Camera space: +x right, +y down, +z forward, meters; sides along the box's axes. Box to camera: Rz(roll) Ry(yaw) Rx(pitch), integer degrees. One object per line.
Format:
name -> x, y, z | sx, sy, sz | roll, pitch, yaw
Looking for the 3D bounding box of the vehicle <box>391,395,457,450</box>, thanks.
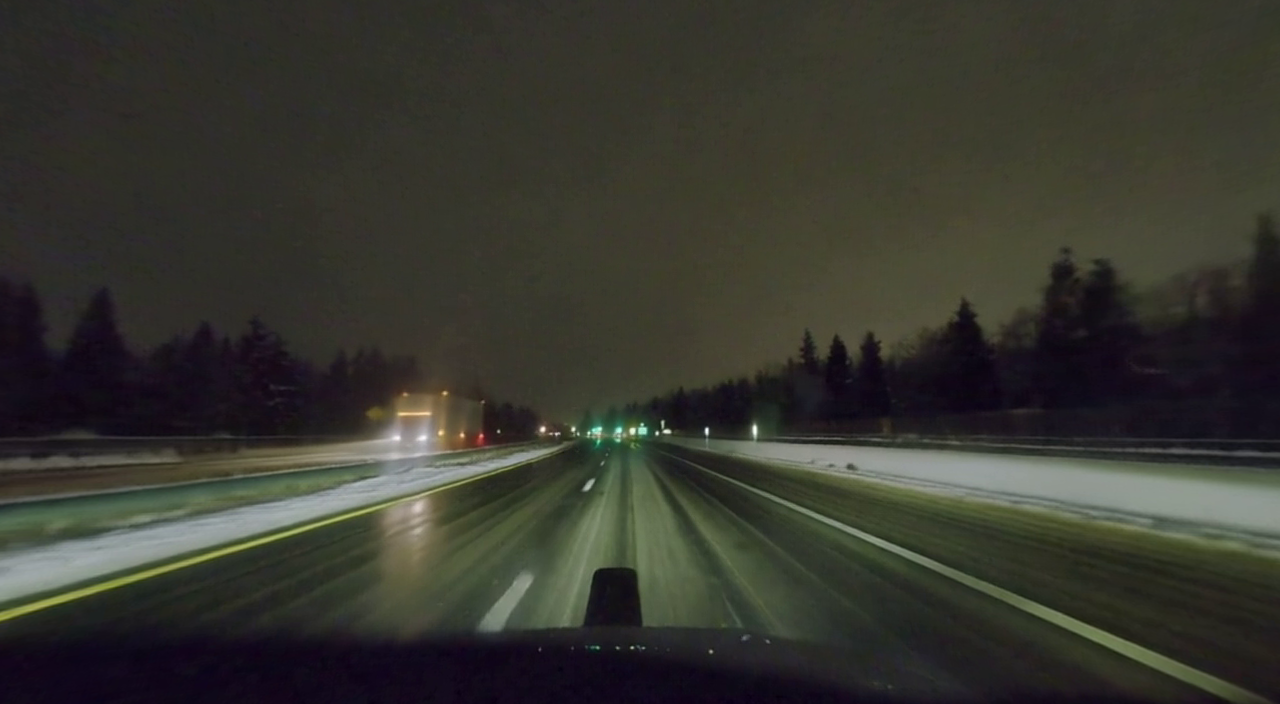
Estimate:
vehicle -> -16.465, 5.464, 48.466 | 3.006, 3.965, 5.994 | 1, -8, -2
